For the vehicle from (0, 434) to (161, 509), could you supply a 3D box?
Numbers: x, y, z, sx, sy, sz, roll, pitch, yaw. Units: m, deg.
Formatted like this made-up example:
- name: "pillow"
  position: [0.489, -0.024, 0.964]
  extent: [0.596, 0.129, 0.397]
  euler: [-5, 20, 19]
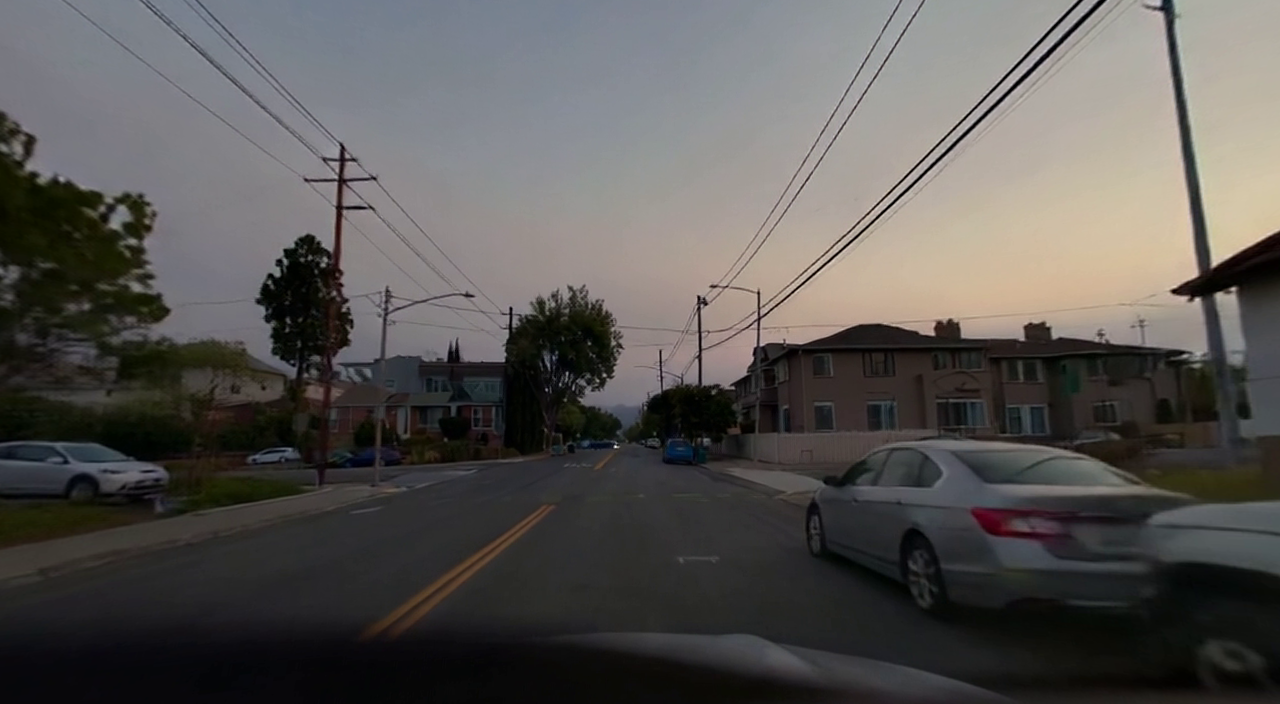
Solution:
- name: "vehicle"
  position: [-16.820, 3.403, 18.076]
  extent: [4.822, 1.868, 2.015]
  euler: [3, -10, -38]

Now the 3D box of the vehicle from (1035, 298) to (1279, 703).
- name: "vehicle"
  position: [3.179, 0.545, 0.841]
  extent: [2.146, 1.781, 4.634]
  euler: [0, -9, -2]

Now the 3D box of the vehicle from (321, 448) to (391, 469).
- name: "vehicle"
  position: [-22.013, 8.234, 49.080]
  extent: [1.797, 1.446, 4.694]
  euler: [-4, -9, 30]

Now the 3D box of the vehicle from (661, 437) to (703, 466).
- name: "vehicle"
  position: [2.402, 5.789, 36.806]
  extent: [1.999, 1.604, 4.065]
  euler: [0, -9, -2]

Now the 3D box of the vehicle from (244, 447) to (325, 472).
- name: "vehicle"
  position: [-25.042, 7.597, 44.654]
  extent: [1.814, 1.462, 4.703]
  euler: [-8, -10, 30]
